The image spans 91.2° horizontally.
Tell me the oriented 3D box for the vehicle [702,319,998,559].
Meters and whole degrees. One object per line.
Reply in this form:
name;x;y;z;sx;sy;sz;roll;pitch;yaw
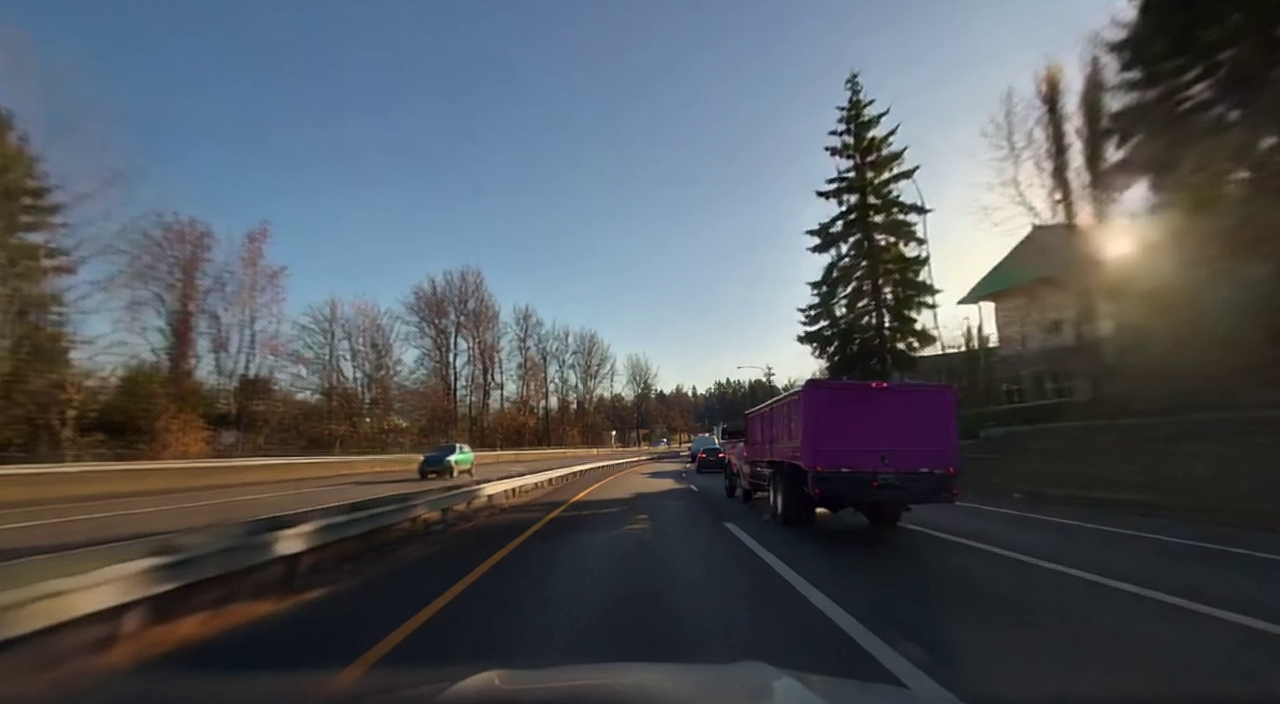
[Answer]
vehicle;3.816;2.365;16.601;2.916;3.563;14.462;0;-9;0

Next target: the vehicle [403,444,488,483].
vehicle;-8.265;4.775;27.157;1.962;1.539;4.572;-1;-9;4
